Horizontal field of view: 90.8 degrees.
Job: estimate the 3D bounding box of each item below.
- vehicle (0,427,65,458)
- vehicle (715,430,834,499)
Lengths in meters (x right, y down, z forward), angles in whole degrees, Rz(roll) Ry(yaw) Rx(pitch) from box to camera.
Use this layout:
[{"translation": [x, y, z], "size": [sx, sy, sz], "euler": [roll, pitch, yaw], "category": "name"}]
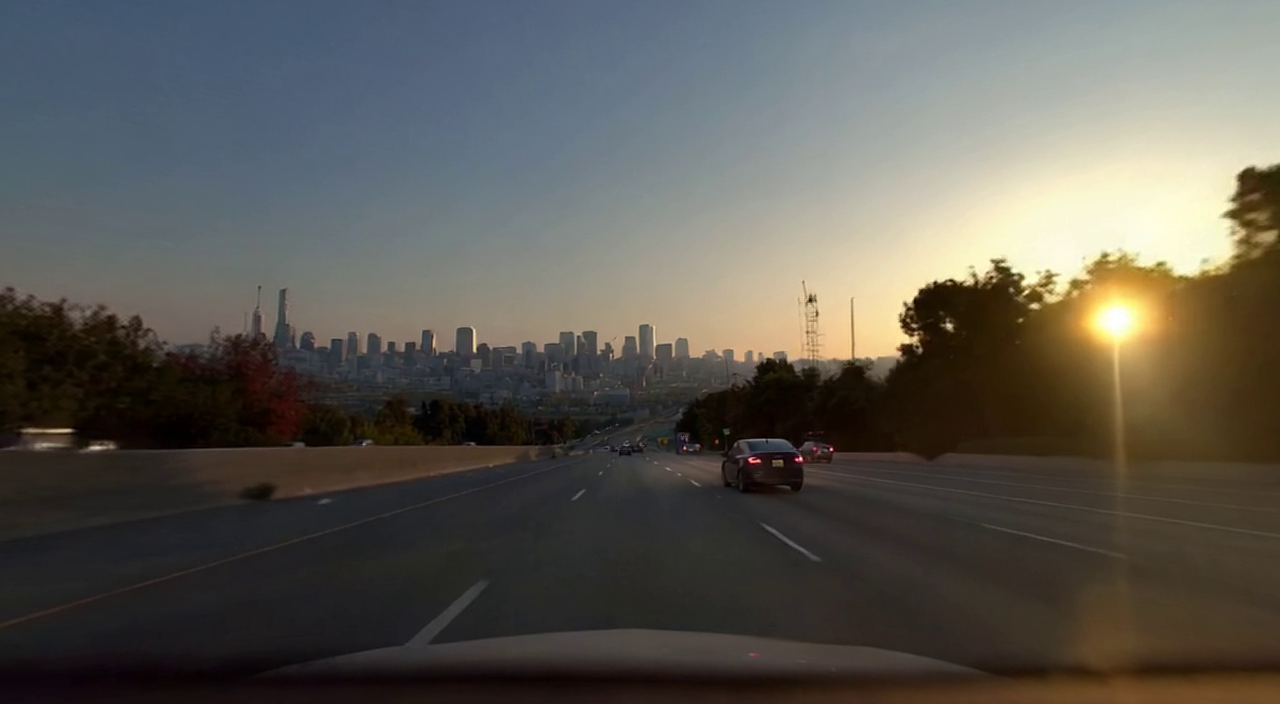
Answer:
[{"translation": [-41.615, 5.948, 41.354], "size": [2.396, 1.899, 6.013], "euler": [0, -8, -2], "category": "vehicle"}, {"translation": [3.692, 3.183, 18.340], "size": [2.305, 1.729, 4.526], "euler": [0, -8, -2], "category": "vehicle"}]
